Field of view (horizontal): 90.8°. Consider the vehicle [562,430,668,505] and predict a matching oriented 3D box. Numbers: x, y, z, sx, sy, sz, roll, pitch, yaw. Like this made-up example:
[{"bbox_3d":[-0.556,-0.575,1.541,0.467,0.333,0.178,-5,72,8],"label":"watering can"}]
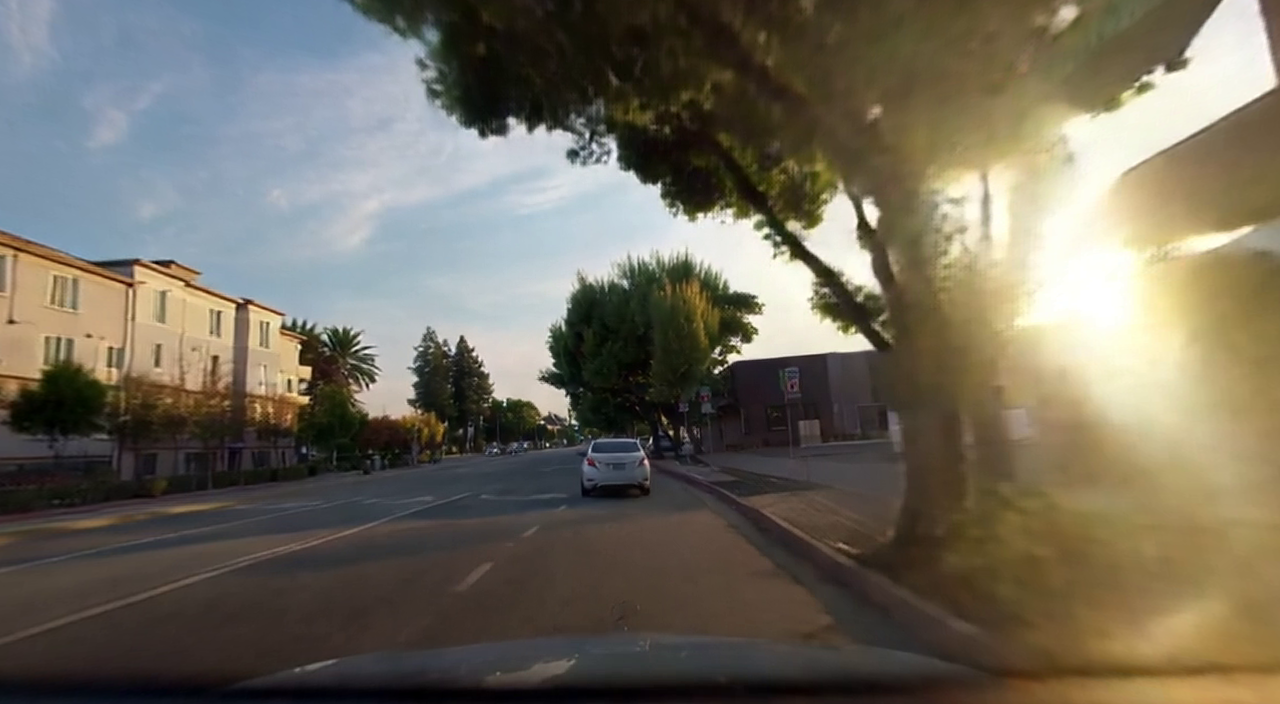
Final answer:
[{"bbox_3d":[-0.606,2.651,14.959,2.116,1.479,4.358,0,-8,-3],"label":"vehicle"}]
